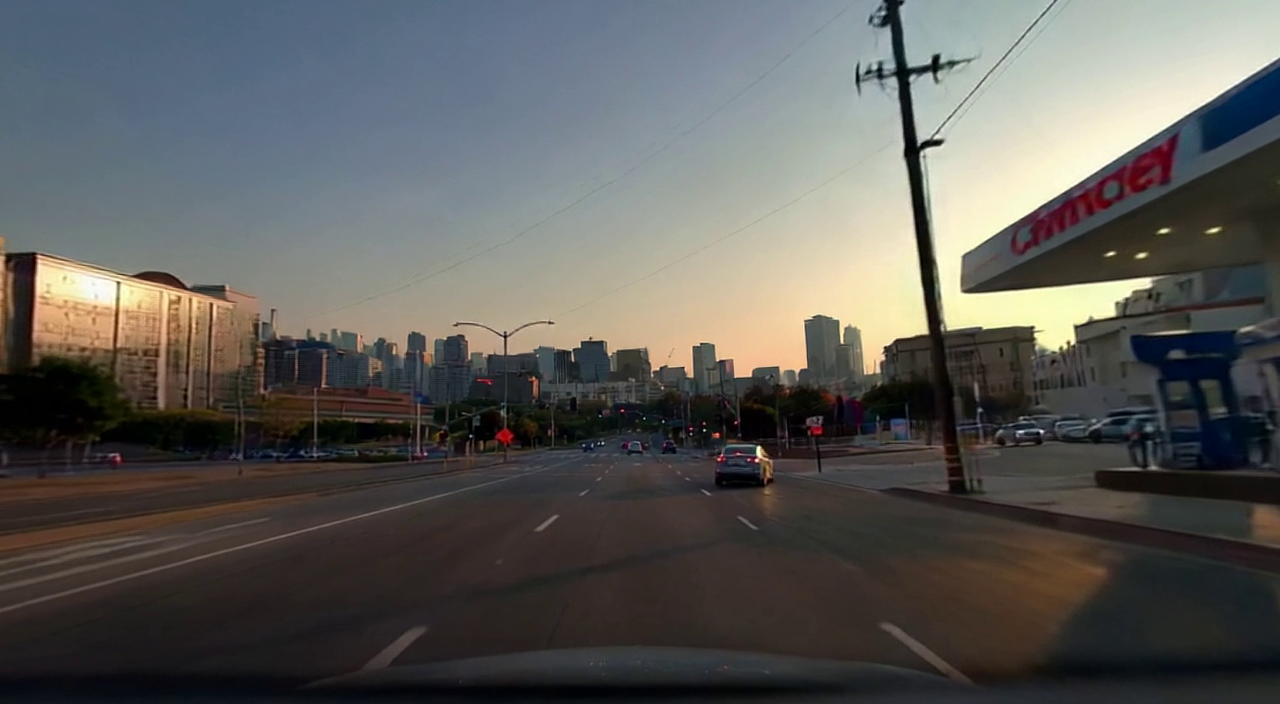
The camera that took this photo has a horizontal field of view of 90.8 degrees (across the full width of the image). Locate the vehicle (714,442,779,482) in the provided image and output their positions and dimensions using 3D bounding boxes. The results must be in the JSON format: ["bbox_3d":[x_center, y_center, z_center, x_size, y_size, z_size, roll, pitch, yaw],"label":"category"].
[{"bbox_3d":[4.203,4.412,25.737,2.113,1.470,4.867,-1,-8,4],"label":"vehicle"}]
